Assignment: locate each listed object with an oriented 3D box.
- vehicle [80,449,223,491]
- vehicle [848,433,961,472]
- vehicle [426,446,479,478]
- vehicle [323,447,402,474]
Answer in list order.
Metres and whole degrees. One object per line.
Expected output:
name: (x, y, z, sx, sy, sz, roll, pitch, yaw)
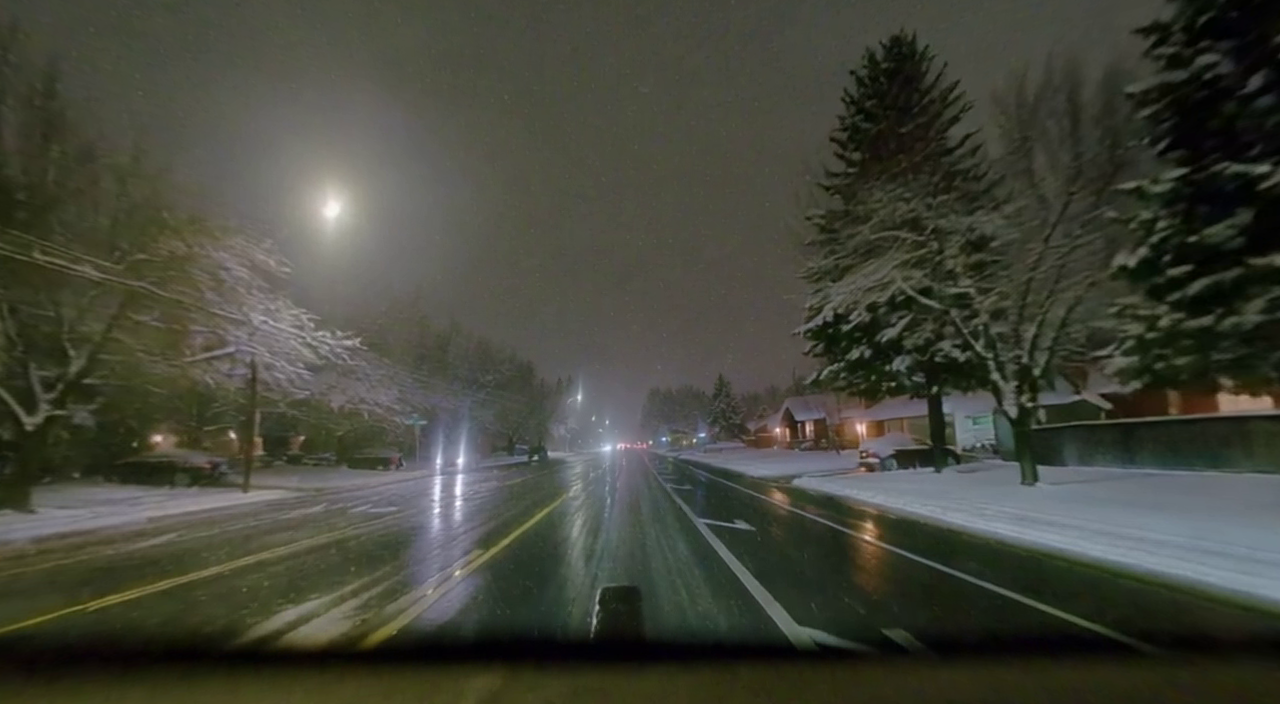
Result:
vehicle: (-21.795, 5.239, 28.333, 4.684, 1.758, 2.138, -1, -8, 2)
vehicle: (11.974, 4.590, 28.867, 4.194, 1.680, 2.150, 0, -8, 1)
vehicle: (-12.056, 7.140, 41.027, 2.062, 1.821, 4.880, -3, -10, -1)
vehicle: (-19.680, 7.690, 44.933, 4.668, 1.824, 1.999, 0, -9, -1)
